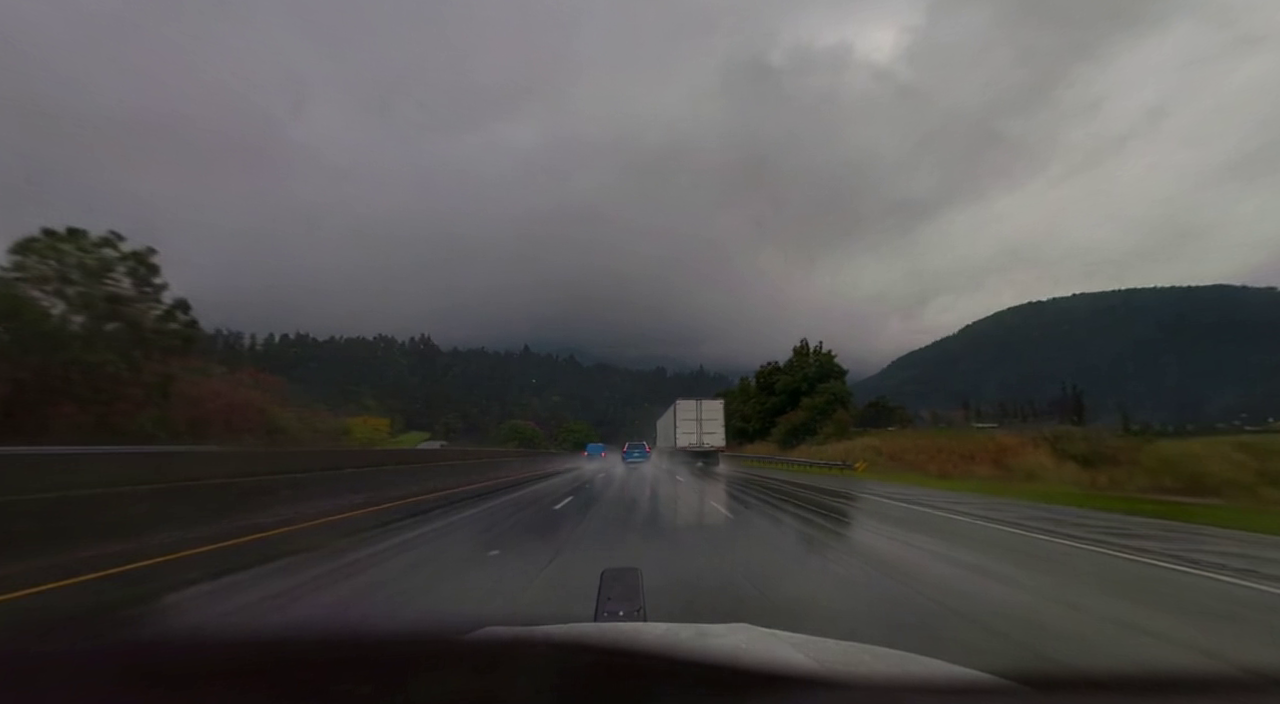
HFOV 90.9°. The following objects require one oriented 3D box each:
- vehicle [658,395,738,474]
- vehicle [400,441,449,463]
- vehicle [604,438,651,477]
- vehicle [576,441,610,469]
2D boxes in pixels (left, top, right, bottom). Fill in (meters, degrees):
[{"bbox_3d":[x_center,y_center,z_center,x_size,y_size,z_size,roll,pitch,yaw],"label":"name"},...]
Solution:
[{"bbox_3d":[3.233,5.518,40.848,3.468,4.030,16.902,0,-9,0],"label":"vehicle"},{"bbox_3d":[-15.457,7.214,45.526,1.930,1.488,4.446,0,-9,0],"label":"vehicle"},{"bbox_3d":[-0.598,5.348,32.141,2.209,1.825,4.036,0,-9,0],"label":"vehicle"},{"bbox_3d":[-3.599,7.993,49.044,2.167,1.991,5.062,0,-9,1],"label":"vehicle"}]
